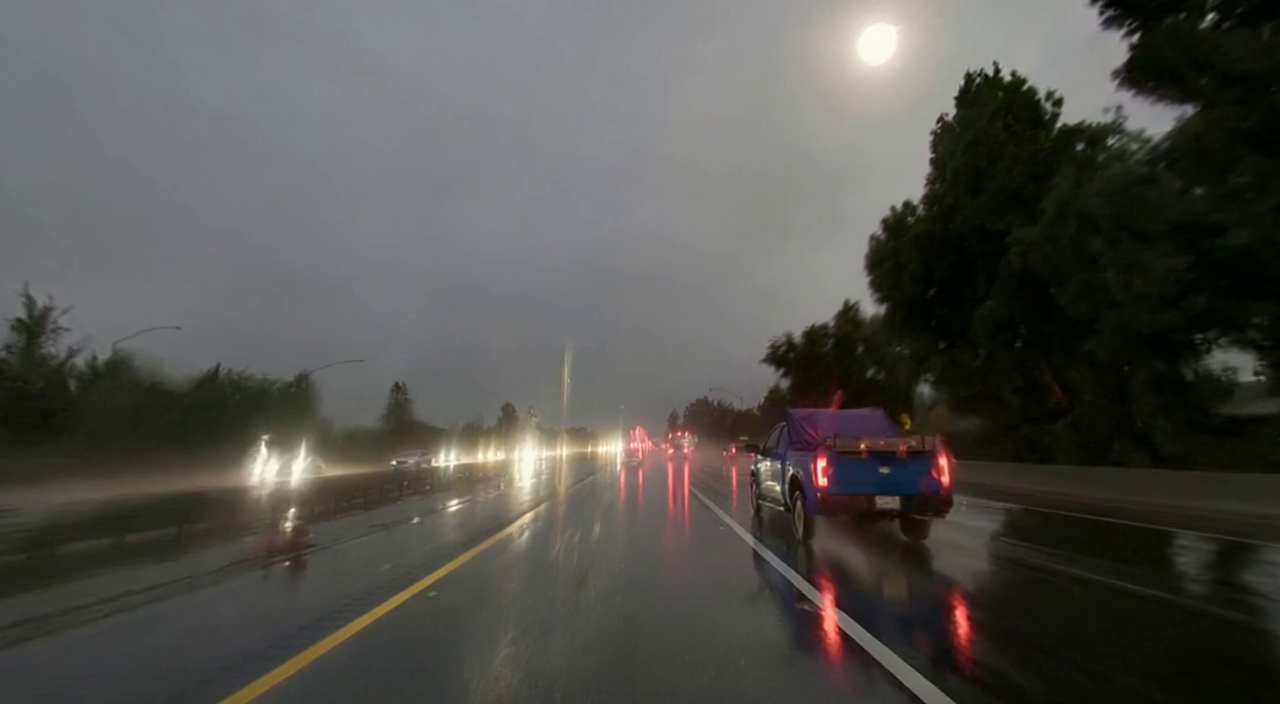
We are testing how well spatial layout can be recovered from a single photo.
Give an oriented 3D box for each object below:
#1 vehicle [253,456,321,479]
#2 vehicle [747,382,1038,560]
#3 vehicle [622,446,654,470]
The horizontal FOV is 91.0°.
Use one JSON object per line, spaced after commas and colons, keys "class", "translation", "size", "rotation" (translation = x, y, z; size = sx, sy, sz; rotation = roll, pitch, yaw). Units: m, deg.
{"class": "vehicle", "translation": [-25.394, 8.316, 45.499], "size": [2.153, 1.473, 4.569], "rotation": [0, -9, 1]}
{"class": "vehicle", "translation": [3.430, 1.810, 10.226], "size": [2.354, 2.079, 5.586], "rotation": [0, -9, 0]}
{"class": "vehicle", "translation": [-0.140, 7.066, 42.222], "size": [2.030, 1.473, 3.926], "rotation": [0, -9, 0]}
